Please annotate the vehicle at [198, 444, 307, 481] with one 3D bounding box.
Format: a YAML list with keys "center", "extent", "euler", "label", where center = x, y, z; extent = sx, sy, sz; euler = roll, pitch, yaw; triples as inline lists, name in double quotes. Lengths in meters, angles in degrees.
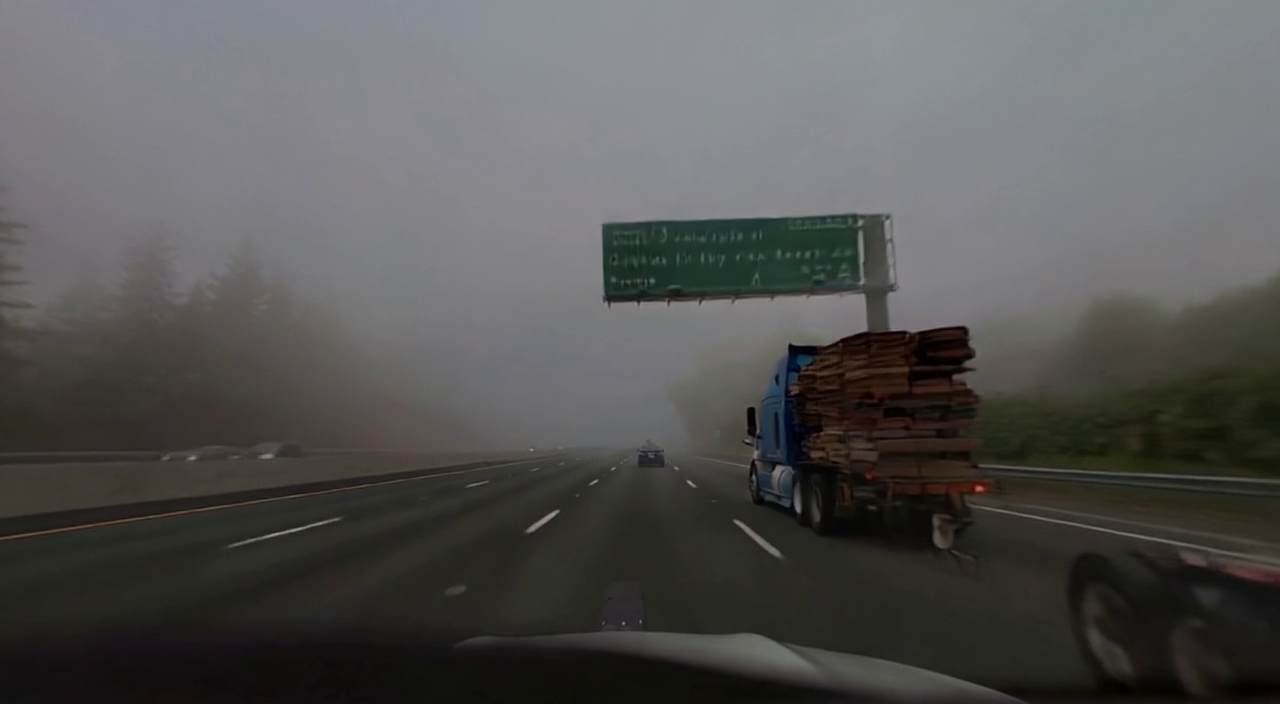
- center: [-17.149, 4.887, 28.262]
  extent: [1.867, 1.475, 4.682]
  euler: [0, -8, 1]
  label: "vehicle"

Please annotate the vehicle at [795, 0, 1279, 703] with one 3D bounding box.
- center: [4.112, 0.010, 1.781]
  extent: [2.917, 3.179, 18.723]
  euler: [0, -8, 1]
  label: "vehicle"

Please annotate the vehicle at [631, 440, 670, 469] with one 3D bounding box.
- center: [0.562, 5.725, 35.354]
  extent: [2.042, 1.528, 4.300]
  euler: [0, -8, 0]
  label: "vehicle"

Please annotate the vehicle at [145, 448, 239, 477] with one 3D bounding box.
- center: [-25.059, 6.175, 35.507]
  extent: [1.890, 1.515, 4.485]
  euler: [0, -8, 1]
  label: "vehicle"
